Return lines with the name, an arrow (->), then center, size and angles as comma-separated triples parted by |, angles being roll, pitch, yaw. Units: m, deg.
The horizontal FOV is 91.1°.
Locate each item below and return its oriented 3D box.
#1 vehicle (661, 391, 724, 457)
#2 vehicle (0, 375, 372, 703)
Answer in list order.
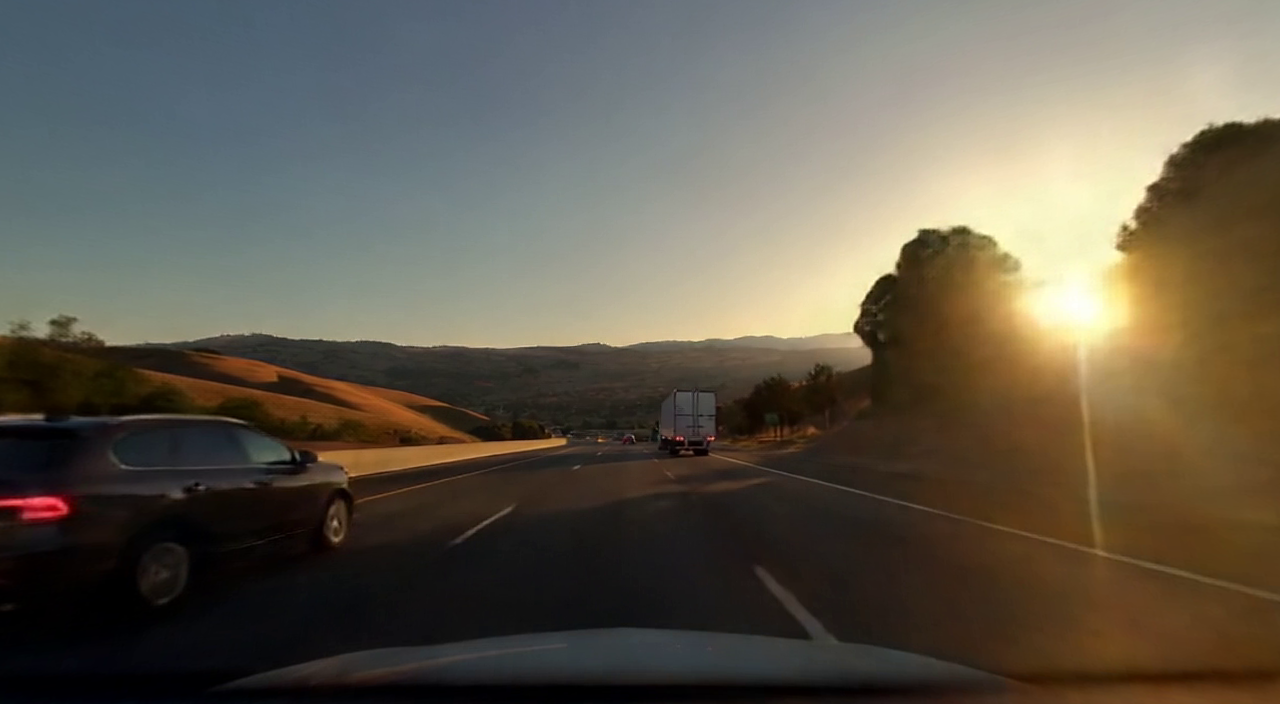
vehicle -> 3.607, 5.777, 48.688 | 3.144, 4.168, 17.594 | 0, -8, -1
vehicle -> -4.088, 1.187, 5.057 | 2.044, 1.604, 4.144 | 0, -8, 0
